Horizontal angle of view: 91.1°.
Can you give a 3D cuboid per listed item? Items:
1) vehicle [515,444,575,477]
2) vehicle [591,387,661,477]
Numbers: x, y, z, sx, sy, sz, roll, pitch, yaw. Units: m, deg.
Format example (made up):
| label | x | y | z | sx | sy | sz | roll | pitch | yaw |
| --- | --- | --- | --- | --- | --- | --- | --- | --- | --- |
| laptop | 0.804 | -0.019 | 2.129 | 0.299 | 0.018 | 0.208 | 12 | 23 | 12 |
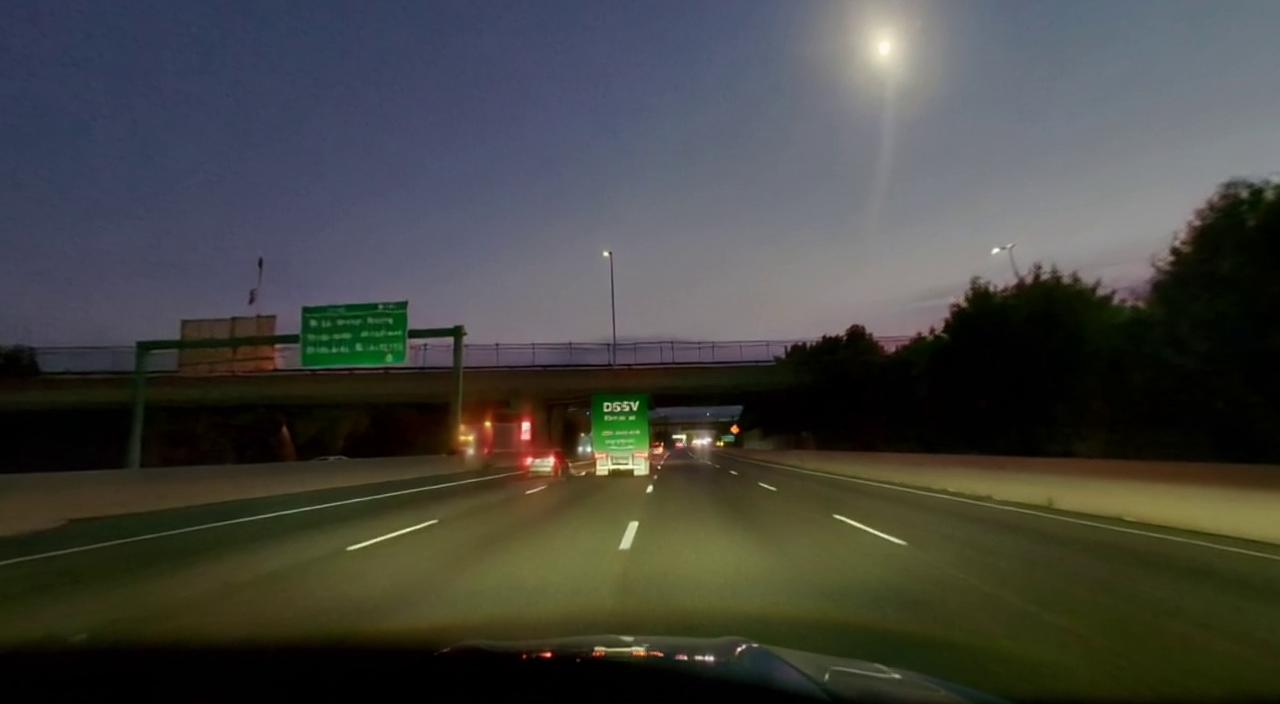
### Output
| label | x | y | z | sx | sy | sz | roll | pitch | yaw |
| --- | --- | --- | --- | --- | --- | --- | --- | --- | --- |
| vehicle | -4.542 | 5.268 | 30.713 | 1.958 | 1.467 | 4.737 | -1 | -9 | 3 |
| vehicle | -0.417 | 4.543 | 34.526 | 3.025 | 4.002 | 12.709 | -1 | -9 | 2 |
